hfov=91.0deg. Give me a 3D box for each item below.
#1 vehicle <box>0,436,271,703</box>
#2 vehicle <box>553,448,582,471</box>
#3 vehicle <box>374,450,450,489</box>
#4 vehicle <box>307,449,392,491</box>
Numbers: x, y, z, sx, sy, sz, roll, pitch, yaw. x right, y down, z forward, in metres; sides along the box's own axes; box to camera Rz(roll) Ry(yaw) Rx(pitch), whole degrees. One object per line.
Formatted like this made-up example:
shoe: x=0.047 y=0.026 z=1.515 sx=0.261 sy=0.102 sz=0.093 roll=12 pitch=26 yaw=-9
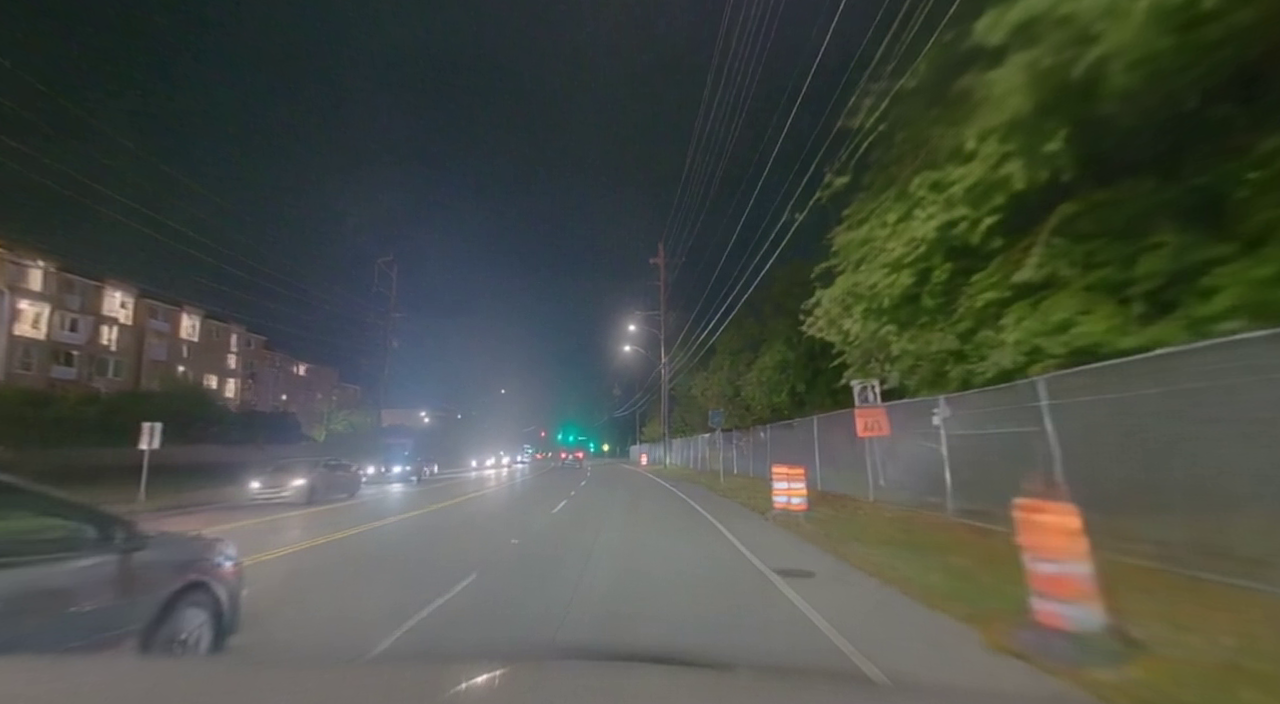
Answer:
vehicle: x=-3.669 y=1.025 z=2.185 sx=2.020 sy=1.489 sz=4.469 roll=1 pitch=-9 yaw=0
vehicle: x=-5.319 y=7.940 z=46.691 sx=1.992 sy=1.515 sz=4.289 roll=1 pitch=-9 yaw=-5
vehicle: x=-10.744 y=5.545 z=30.079 sx=2.043 sy=1.654 sz=4.642 roll=1 pitch=-9 yaw=-2
vehicle: x=-14.831 y=6.018 z=32.502 sx=2.165 sy=1.907 sz=5.062 roll=1 pitch=-9 yaw=-3
